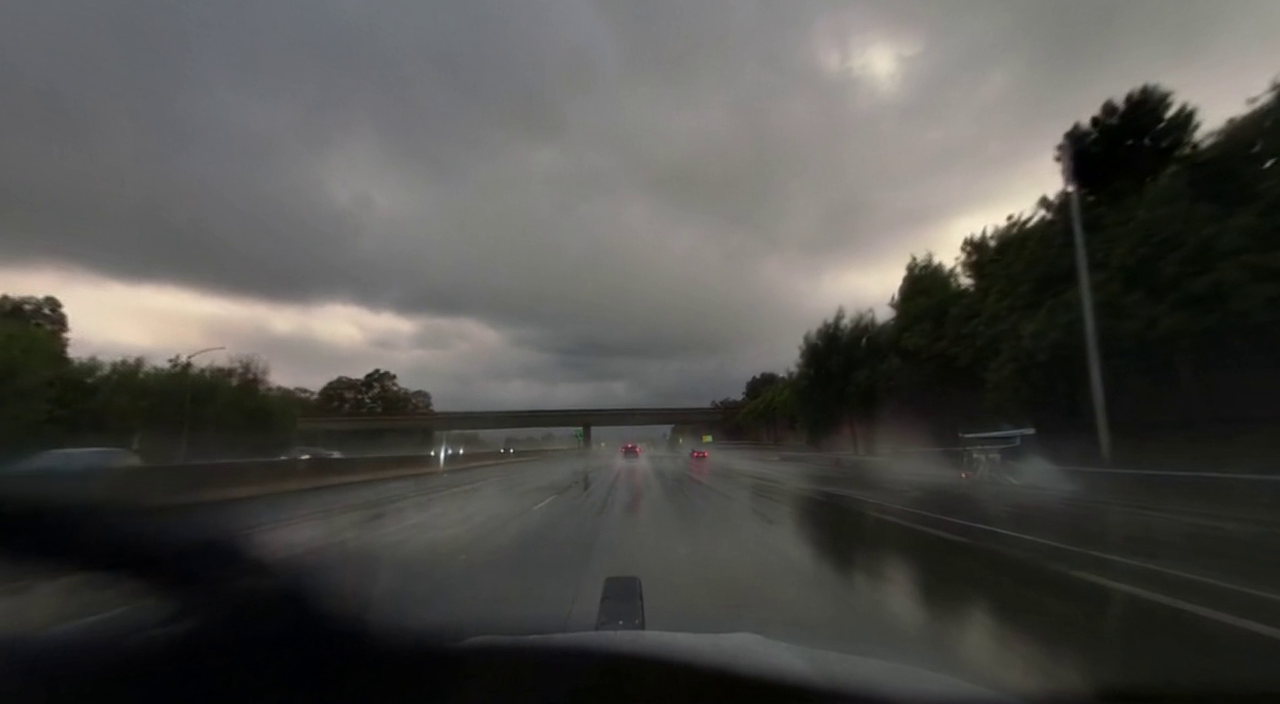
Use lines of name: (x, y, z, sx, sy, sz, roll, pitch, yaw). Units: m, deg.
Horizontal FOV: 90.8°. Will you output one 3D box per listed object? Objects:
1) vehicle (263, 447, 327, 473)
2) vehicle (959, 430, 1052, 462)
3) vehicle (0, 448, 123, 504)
vehicle: (-22.018, 6.849, 40.486, 1.825, 1.556, 4.203, 0, -9, -1)
vehicle: (18.566, 4.825, 32.380, 1.916, 1.508, 4.485, 0, -9, -2)
vehicle: (-18.389, 3.647, 18.952, 1.871, 1.497, 4.589, 0, -9, -1)
